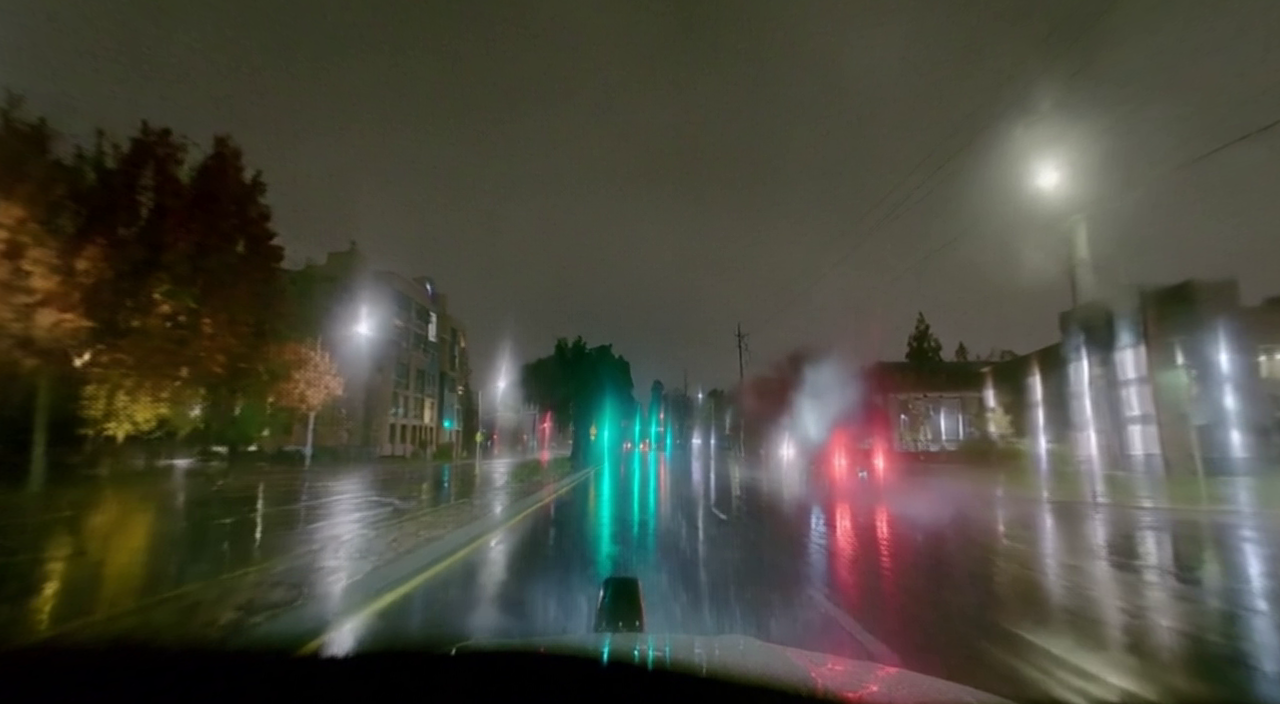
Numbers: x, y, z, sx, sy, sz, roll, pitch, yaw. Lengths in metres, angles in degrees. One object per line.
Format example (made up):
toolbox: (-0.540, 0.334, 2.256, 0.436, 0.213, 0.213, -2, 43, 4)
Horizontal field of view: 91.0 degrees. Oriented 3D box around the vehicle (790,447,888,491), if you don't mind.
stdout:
vehicle: (7.102, 4.192, 23.024, 2.054, 1.421, 4.487, 0, -8, -1)
